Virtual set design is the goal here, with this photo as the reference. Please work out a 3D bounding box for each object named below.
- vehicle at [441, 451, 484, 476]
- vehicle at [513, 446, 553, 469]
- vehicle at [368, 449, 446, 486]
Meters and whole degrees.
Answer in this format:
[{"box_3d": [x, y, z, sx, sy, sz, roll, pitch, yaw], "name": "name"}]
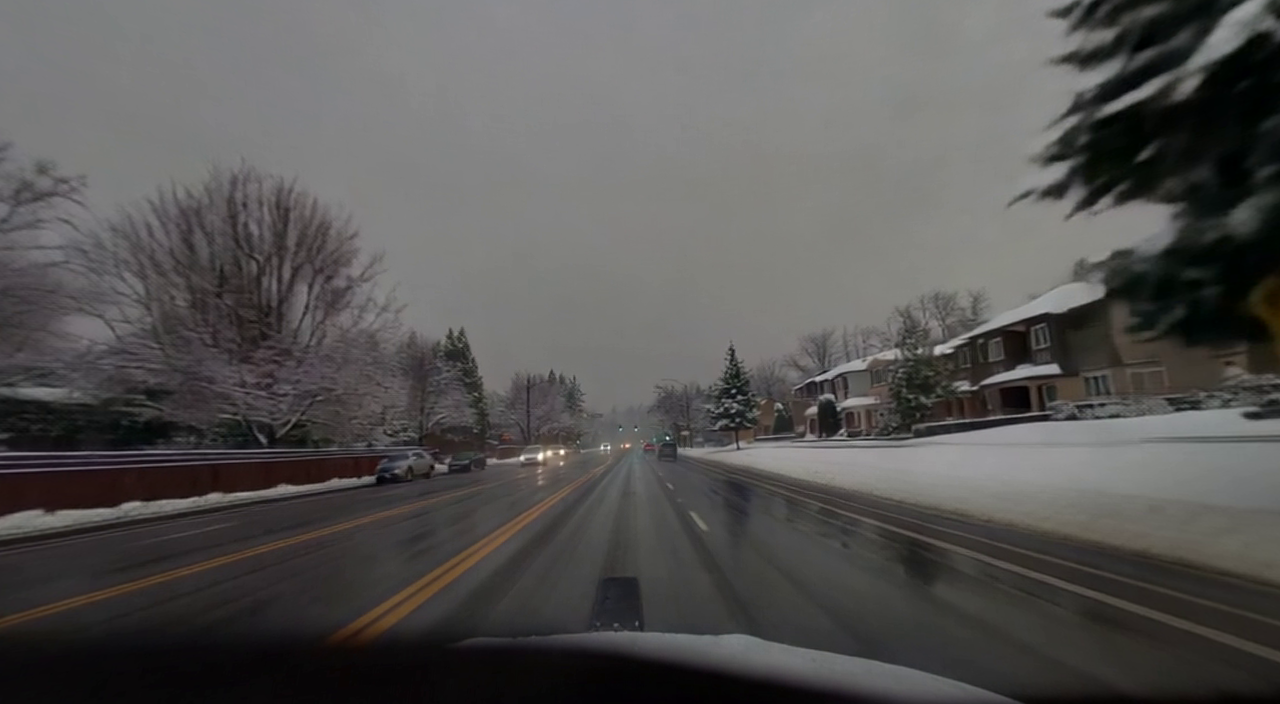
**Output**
[{"box_3d": [-12.612, 7.939, 45.080, 1.969, 1.613, 4.129, -3, -9, -1], "name": "vehicle"}, {"box_3d": [-7.421, 7.377, 44.299, 2.004, 1.508, 4.525, 0, -9, 0], "name": "vehicle"}, {"box_3d": [-12.422, 6.177, 34.140, 2.094, 1.797, 5.655, 0, -9, 0], "name": "vehicle"}]
